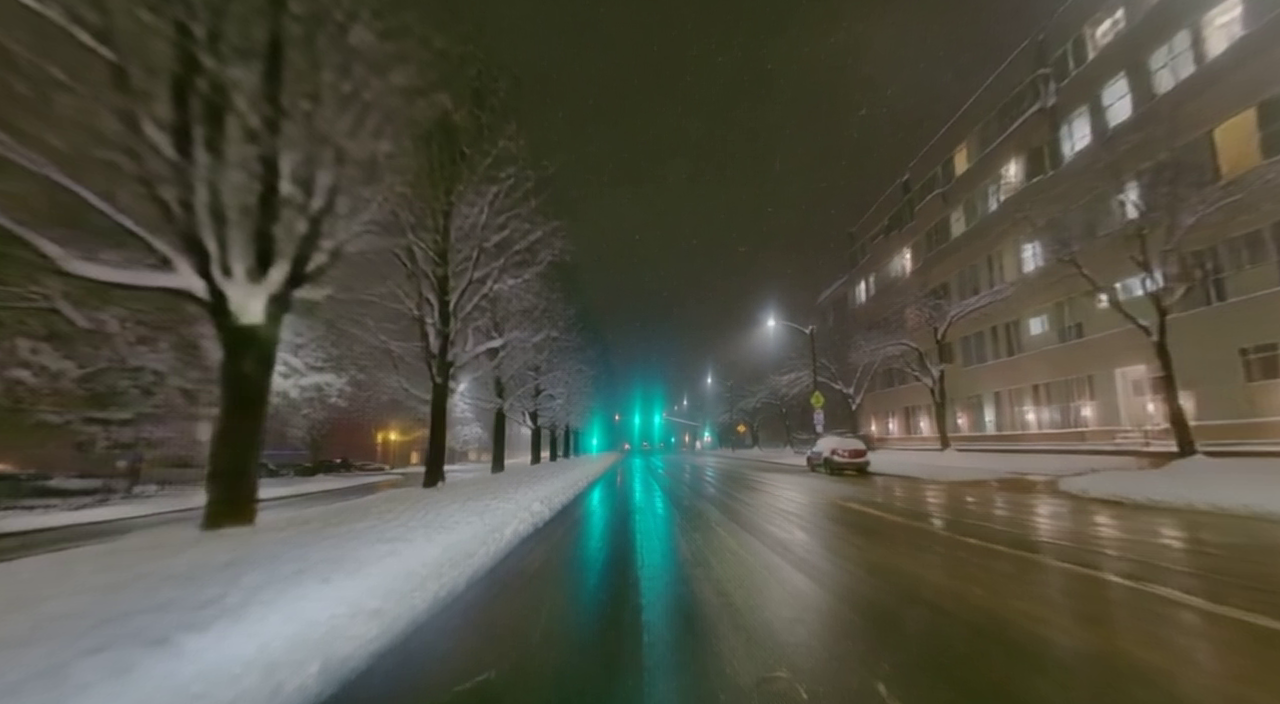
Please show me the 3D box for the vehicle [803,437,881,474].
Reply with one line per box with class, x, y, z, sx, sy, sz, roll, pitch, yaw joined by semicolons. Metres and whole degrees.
vehicle;9.971;5.157;31.696;2.051;1.726;4.898;0;-9;-3
